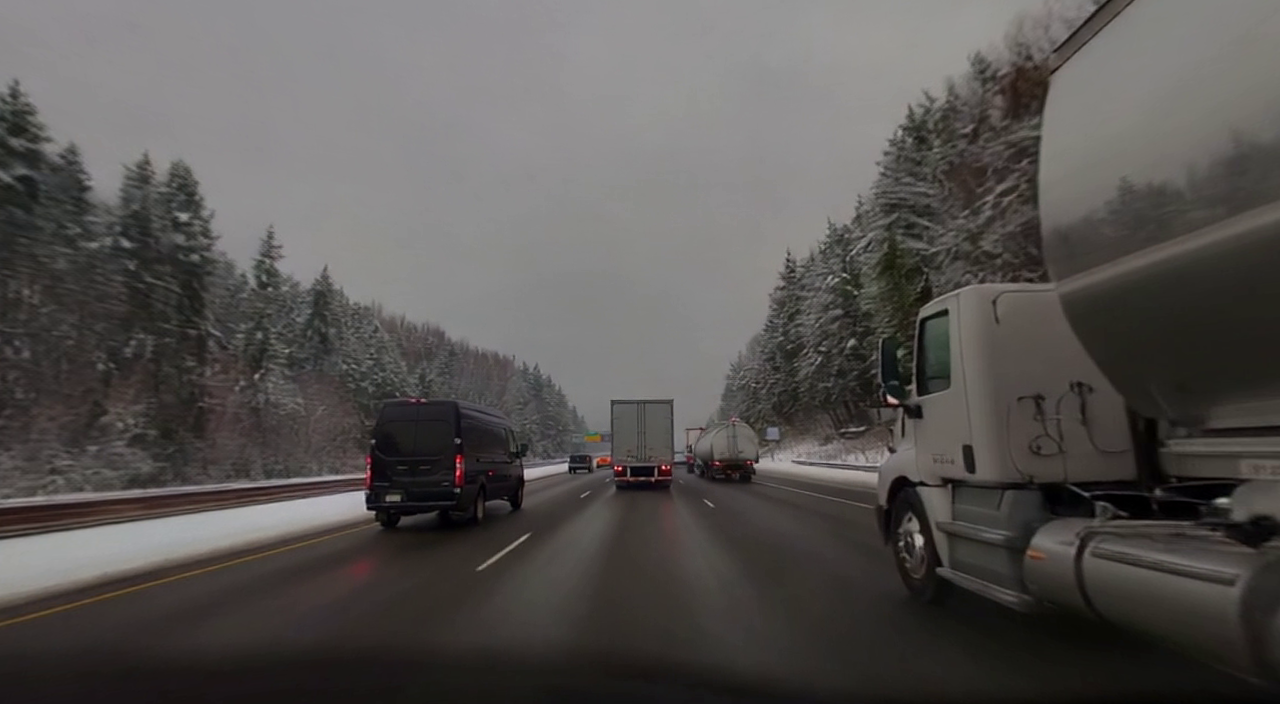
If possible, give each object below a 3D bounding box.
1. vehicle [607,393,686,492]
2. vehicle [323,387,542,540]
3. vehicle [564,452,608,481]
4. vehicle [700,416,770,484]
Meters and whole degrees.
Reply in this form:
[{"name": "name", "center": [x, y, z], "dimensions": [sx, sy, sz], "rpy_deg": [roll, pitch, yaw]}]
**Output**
[{"name": "vehicle", "center": [0.105, 3.930, 26.778], "dimensions": [2.773, 3.455, 9.118], "rpy_deg": [0, -10, -1]}, {"name": "vehicle", "center": [-3.999, 2.370, 13.877], "dimensions": [2.525, 2.572, 6.260], "rpy_deg": [0, -9, 1]}, {"name": "vehicle", "center": [-3.229, 6.940, 38.525], "dimensions": [2.134, 1.652, 4.439], "rpy_deg": [0, -9, 3]}, {"name": "vehicle", "center": [5.514, 6.010, 38.740], "dimensions": [2.706, 3.500, 11.483], "rpy_deg": [0, -9, 1]}]
